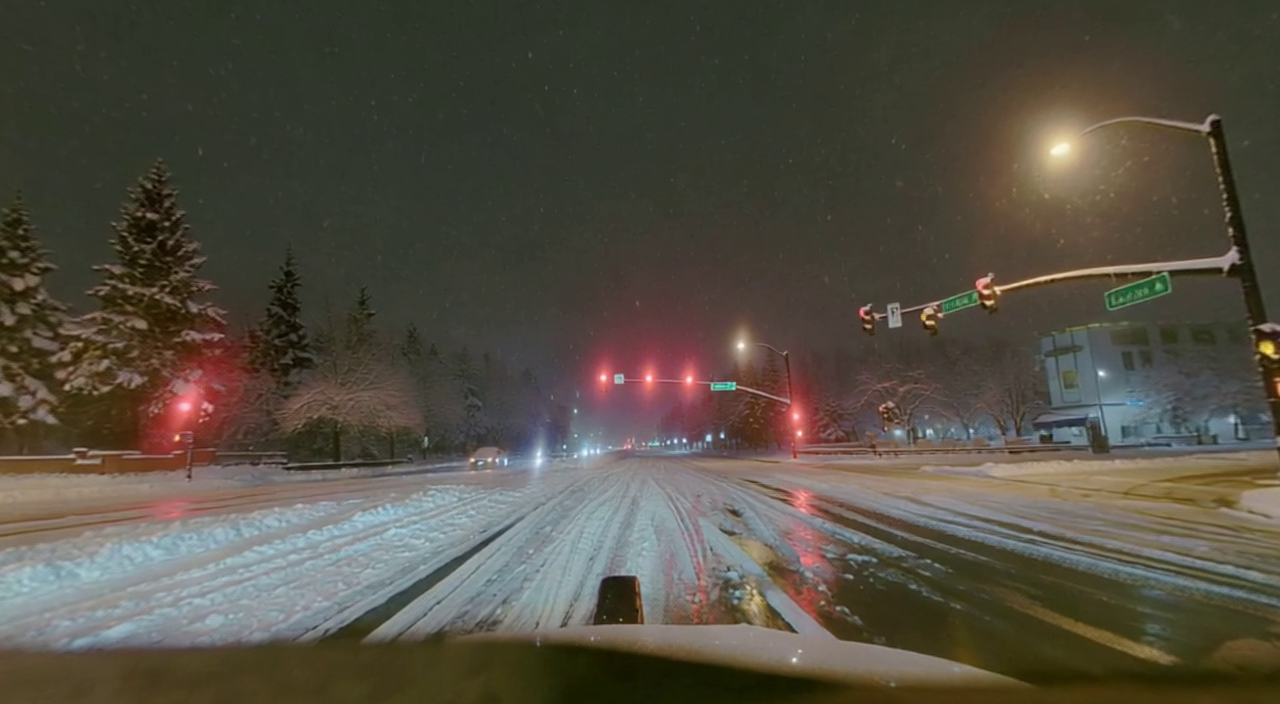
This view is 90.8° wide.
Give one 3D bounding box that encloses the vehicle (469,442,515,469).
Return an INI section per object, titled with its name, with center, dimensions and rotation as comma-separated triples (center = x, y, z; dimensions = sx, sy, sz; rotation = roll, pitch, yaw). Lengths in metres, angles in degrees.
[vehicle]
center = -9.728, 6.800, 41.791
dimensions = 1.988, 1.692, 4.412
rotation = 0, -8, 0
